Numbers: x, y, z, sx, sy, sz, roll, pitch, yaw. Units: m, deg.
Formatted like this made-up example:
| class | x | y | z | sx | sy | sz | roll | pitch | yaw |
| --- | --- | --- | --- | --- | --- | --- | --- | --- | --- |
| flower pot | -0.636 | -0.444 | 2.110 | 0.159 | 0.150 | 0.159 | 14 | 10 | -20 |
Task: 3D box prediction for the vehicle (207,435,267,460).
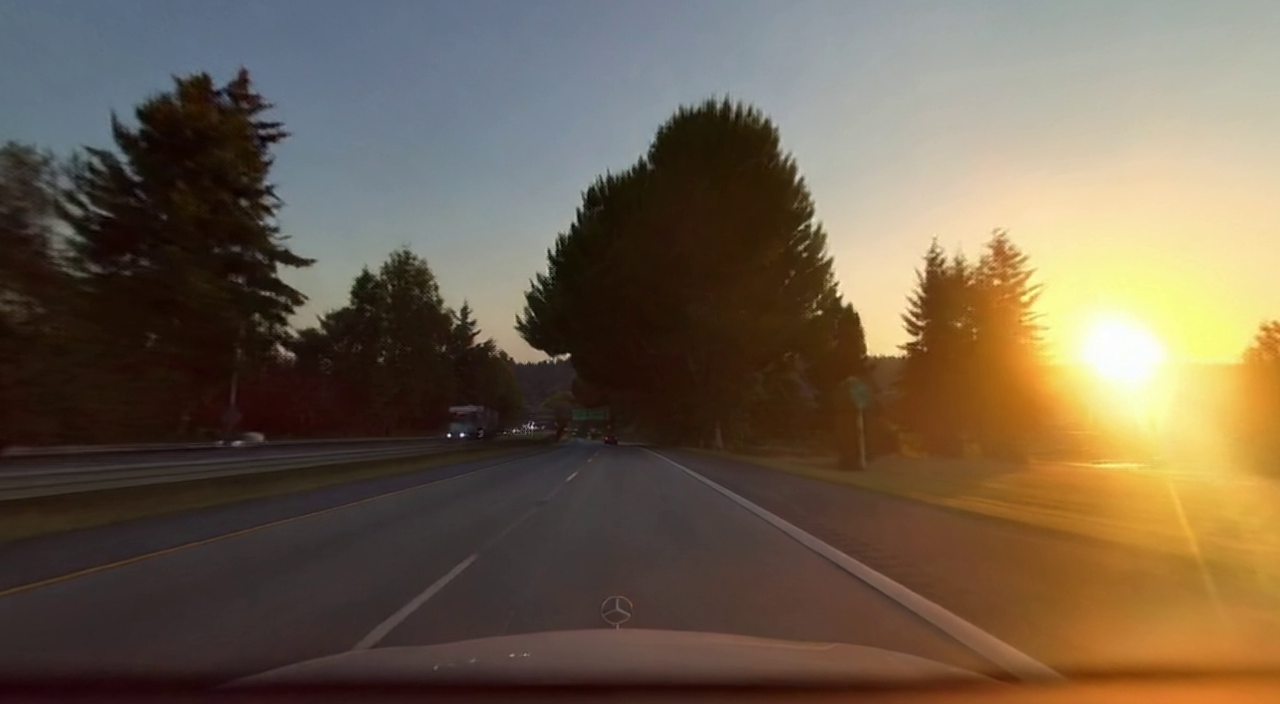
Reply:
| class | x | y | z | sx | sy | sz | roll | pitch | yaw |
| --- | --- | --- | --- | --- | --- | --- | --- | --- | --- |
| vehicle | -25.351 | 5.997 | 39.847 | 1.863 | 1.467 | 4.431 | 2 | -7 | -15 |
